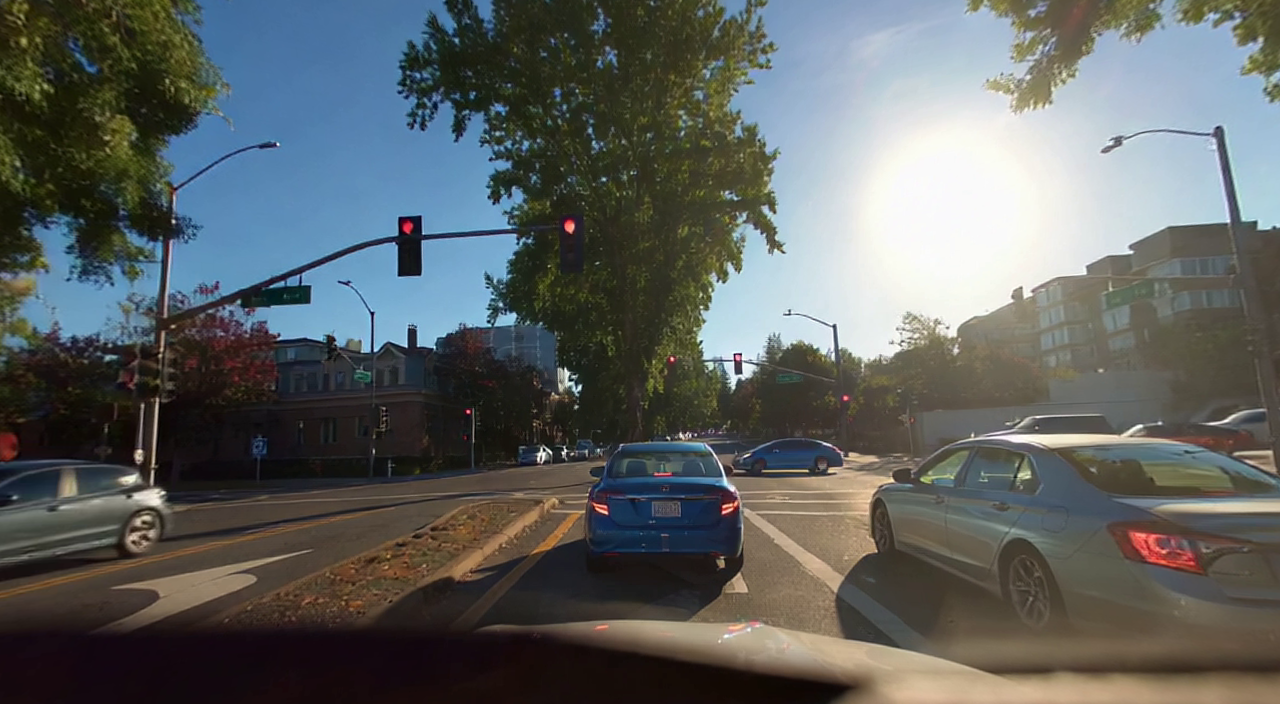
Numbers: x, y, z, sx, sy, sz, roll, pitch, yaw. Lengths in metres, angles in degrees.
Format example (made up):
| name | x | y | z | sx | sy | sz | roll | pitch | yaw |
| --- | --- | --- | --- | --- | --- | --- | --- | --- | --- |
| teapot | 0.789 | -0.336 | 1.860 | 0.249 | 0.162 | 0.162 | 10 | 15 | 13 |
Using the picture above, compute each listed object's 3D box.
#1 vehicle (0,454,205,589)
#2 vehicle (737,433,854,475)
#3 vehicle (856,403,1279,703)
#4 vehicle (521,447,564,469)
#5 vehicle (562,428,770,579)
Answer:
| name | x | y | z | sx | sy | sz | roll | pitch | yaw |
| --- | --- | --- | --- | --- | --- | --- | --- | --- | --- |
| vehicle | -8.105 | 2.036 | 7.785 | 1.852 | 1.487 | 4.406 | -2 | -9 | 10 |
| vehicle | 6.840 | 4.474 | 27.865 | 4.577 | 1.705 | 1.996 | 2 | -9 | -18 |
| vehicle | 3.655 | 1.343 | 5.428 | 1.888 | 1.486 | 4.681 | 0 | -9 | -1 |
| vehicle | -6.917 | 7.582 | 45.305 | 2.093 | 1.476 | 4.278 | -1 | -9 | 4 |
| vehicle | 0.299 | 1.821 | 8.328 | 2.090 | 1.505 | 3.756 | -1 | -9 | 1 |
